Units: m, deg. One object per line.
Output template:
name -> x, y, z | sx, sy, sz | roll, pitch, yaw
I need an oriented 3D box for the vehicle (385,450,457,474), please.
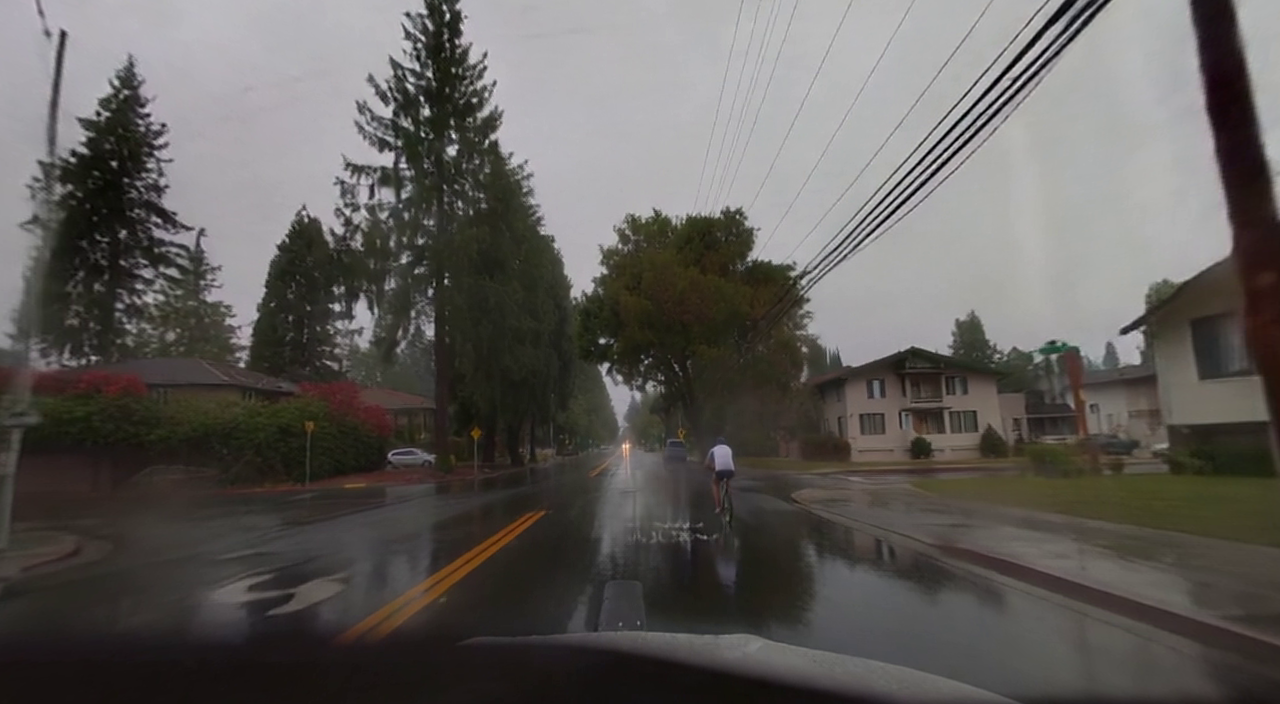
vehicle -> -14.574, 7.308, 42.140 | 4.143, 1.480, 1.755 | 0, -9, -2
